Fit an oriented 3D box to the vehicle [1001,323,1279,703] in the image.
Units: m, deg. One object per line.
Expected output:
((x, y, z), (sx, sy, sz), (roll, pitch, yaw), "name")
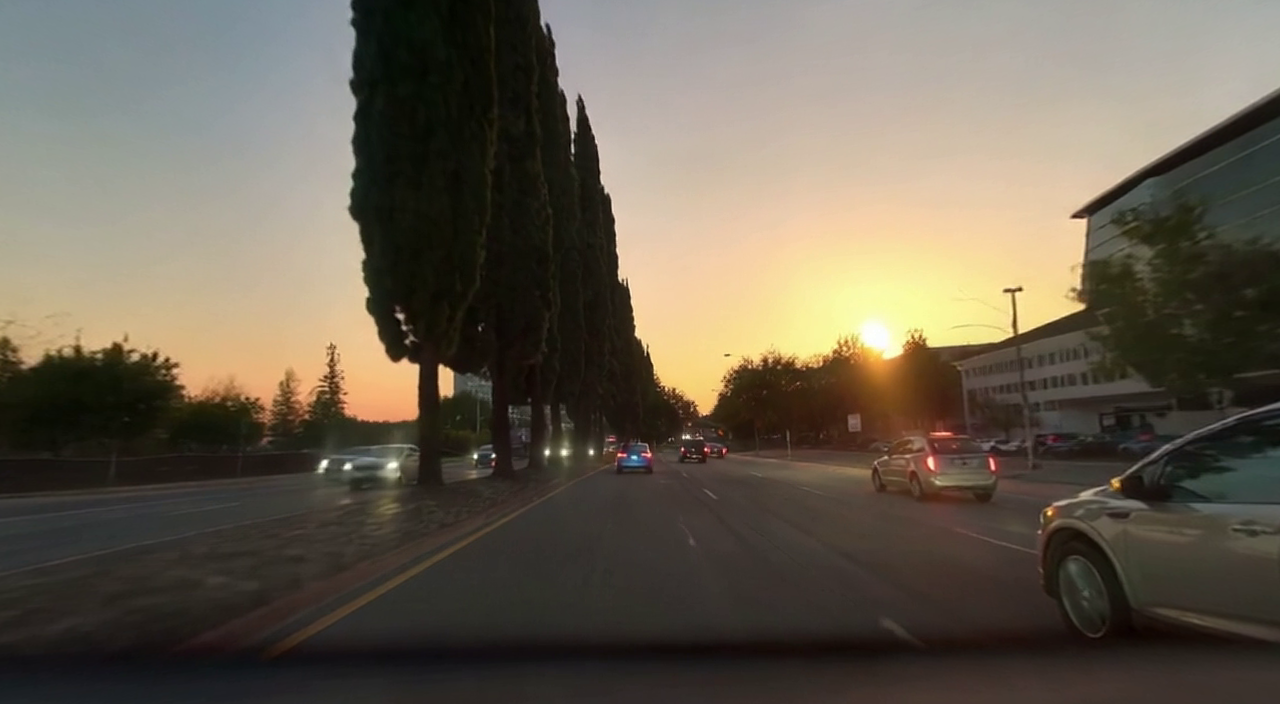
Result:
((3.495, 0.706, 1.897), (2.090, 1.763, 4.560), (0, -8, 0), "vehicle")

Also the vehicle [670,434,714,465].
((3.726, 7.164, 46.257), (2.716, 2.131, 5.766), (0, -8, 0), "vehicle")

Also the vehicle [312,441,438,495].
((-8.698, 3.812, 21.145), (2.082, 1.588, 4.710), (0, -8, 1), "vehicle")

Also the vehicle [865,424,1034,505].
((7.656, 2.814, 16.159), (2.090, 1.768, 4.407), (0, -8, 0), "vehicle")

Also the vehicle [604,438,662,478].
((-0.258, 4.558, 27.191), (2.315, 1.563, 4.080), (0, -8, 0), "vehicle")
